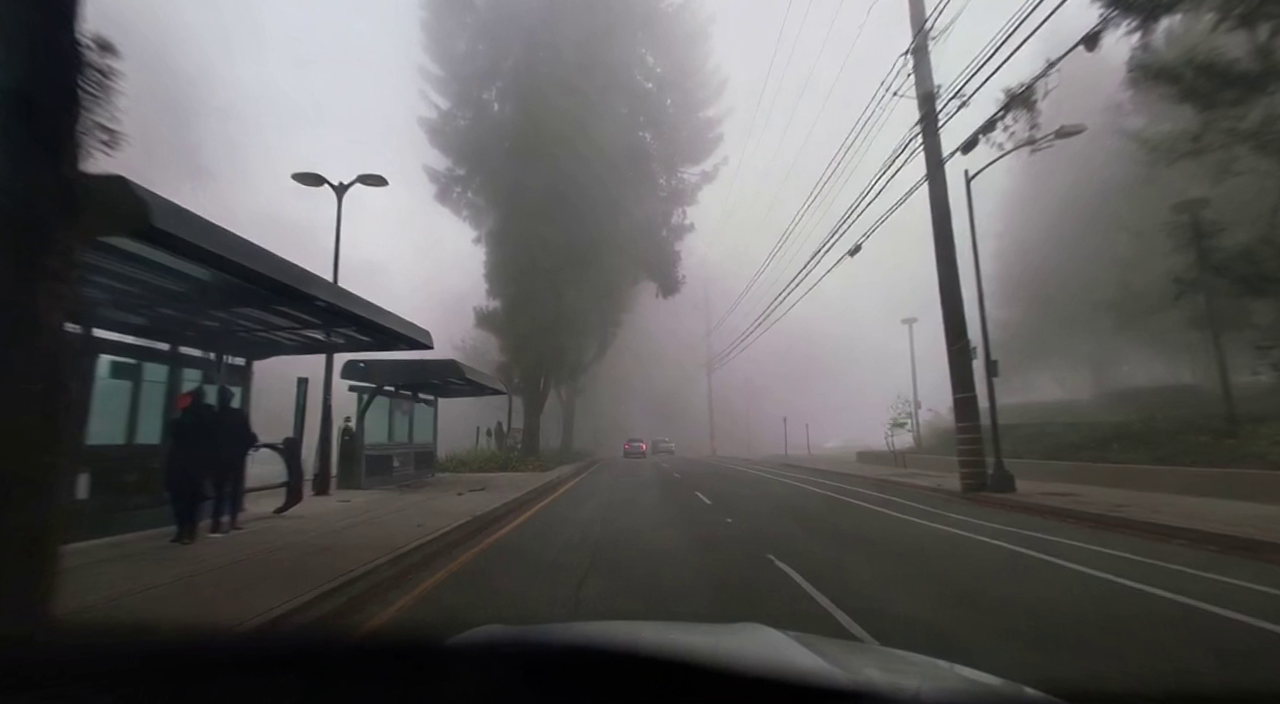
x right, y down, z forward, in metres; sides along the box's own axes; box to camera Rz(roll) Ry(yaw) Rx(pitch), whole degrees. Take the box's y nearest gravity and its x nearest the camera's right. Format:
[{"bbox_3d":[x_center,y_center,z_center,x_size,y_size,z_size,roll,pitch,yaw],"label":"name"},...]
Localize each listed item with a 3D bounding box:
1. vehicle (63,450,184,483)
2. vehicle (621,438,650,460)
[{"bbox_3d":[-26.033,5.741,32.098,2.040,1.469,4.860,0,-8,0],"label":"vehicle"},{"bbox_3d":[-0.396,7.281,47.576,2.109,1.501,4.042,0,-8,-1],"label":"vehicle"}]
